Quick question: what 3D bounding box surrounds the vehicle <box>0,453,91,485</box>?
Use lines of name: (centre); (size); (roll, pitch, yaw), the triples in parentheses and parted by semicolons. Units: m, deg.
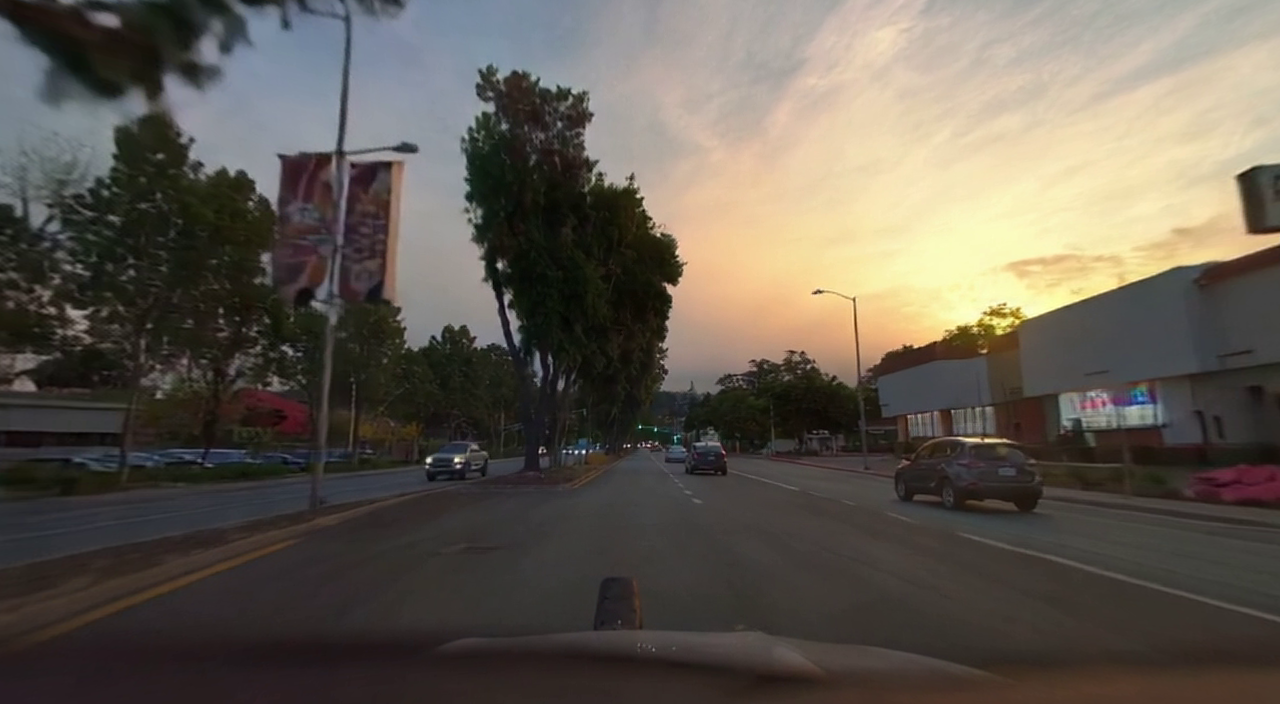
vehicle: (-30.281, 5.777, 31.068); (4.598, 1.447, 1.772); (0, -8, 0)

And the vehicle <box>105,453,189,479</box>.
vehicle: (-28.672, 6.618, 36.662); (3.453, 1.405, 1.745); (0, -8, 2)

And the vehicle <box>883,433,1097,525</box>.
vehicle: (6.783, 2.476, 12.839); (1.886, 1.528, 4.169); (1, -9, -1)

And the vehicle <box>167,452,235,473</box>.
vehicle: (-29.341, 7.379, 42.109); (3.351, 1.369, 1.579); (0, -9, 3)

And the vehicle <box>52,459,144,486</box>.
vehicle: (-29.162, 6.460, 33.903); (3.281, 1.321, 1.809); (0, -8, 2)

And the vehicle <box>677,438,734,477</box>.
vehicle: (2.957, 4.878, 29.334); (2.161, 1.676, 4.151); (1, -9, -1)

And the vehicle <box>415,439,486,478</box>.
vehicle: (-9.304, 5.251, 31.272); (2.160, 1.785, 4.280); (0, -9, 0)
